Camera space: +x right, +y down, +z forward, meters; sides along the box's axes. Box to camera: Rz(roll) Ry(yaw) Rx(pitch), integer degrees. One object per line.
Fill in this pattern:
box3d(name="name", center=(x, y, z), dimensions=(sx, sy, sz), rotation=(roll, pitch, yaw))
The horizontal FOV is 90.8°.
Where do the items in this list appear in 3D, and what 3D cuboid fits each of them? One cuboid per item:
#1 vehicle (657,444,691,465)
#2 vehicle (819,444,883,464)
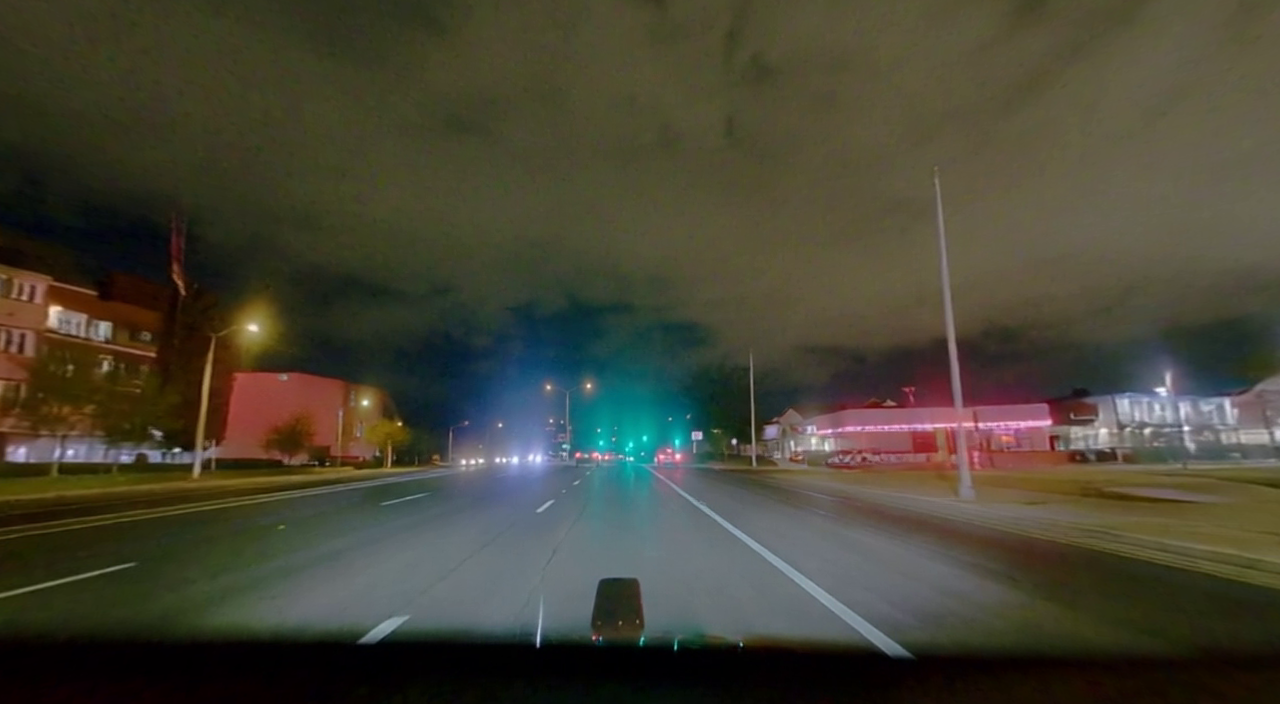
box3d(name="vehicle", center=(2.456, 7.552, 46.767), dimensions=(2.063, 1.483, 4.226), rotation=(0, -9, -2))
box3d(name="vehicle", center=(16.578, 8.031, 49.794), dimensions=(4.410, 1.472, 1.803), rotation=(-6, -10, 32))
